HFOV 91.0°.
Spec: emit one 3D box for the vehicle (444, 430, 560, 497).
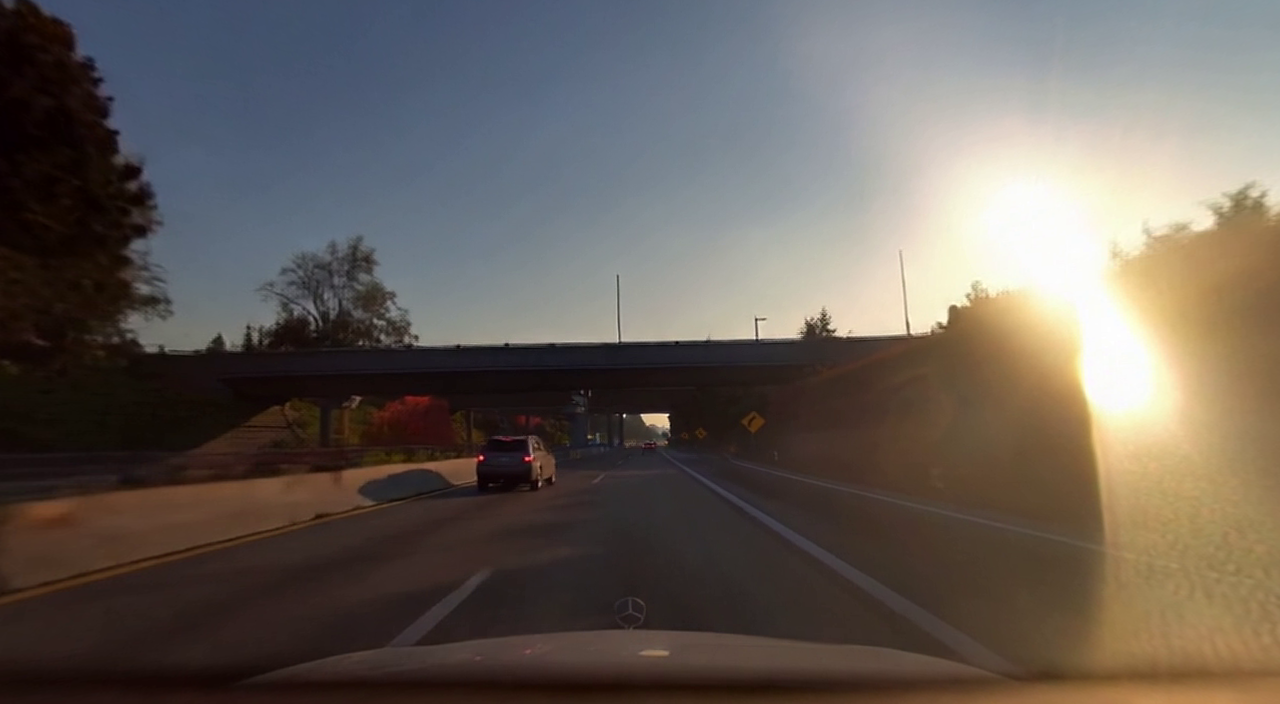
[{"bbox_3d":[-3.487,2.896,16.782,2.051,1.531,4.250,0,-8,1],"label":"vehicle"}]
